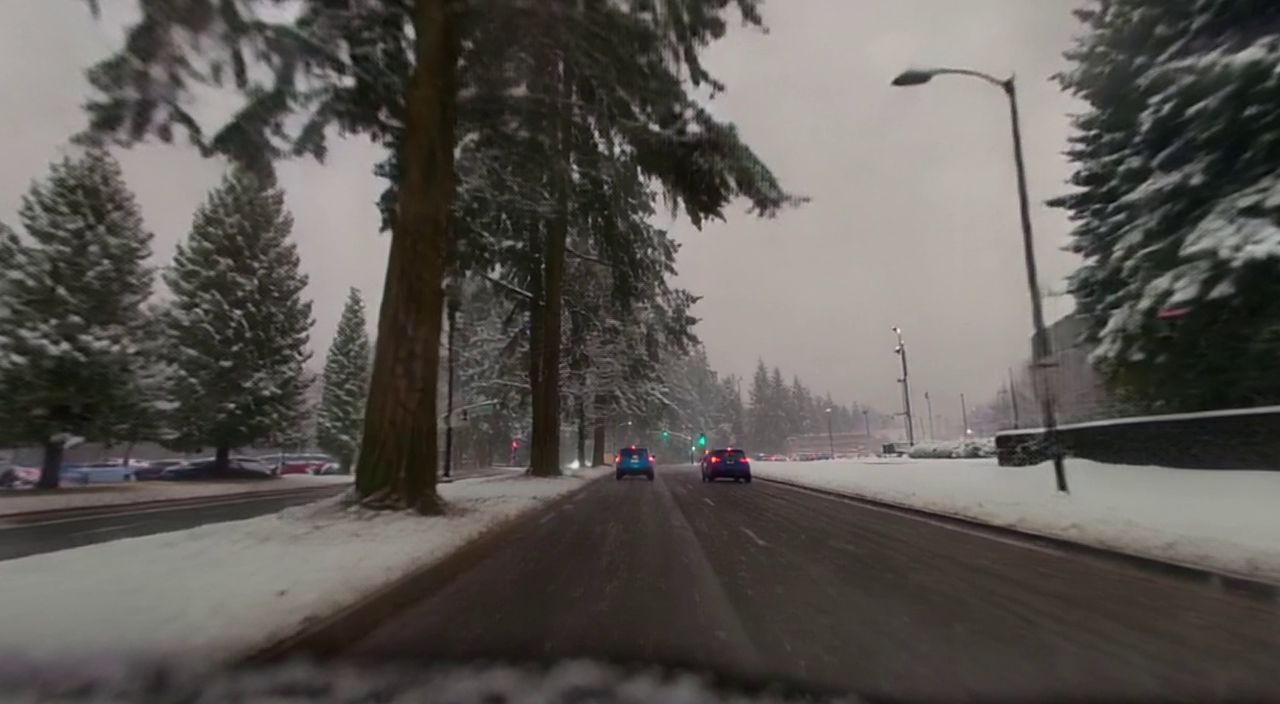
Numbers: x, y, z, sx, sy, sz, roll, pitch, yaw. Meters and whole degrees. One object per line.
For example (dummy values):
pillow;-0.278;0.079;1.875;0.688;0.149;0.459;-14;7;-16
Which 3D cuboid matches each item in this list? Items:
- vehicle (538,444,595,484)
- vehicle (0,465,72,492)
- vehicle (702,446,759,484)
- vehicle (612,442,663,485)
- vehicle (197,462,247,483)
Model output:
vehicle;-3.380;5.252;29.968;2.047;1.710;4.314;0;-8;2
vehicle;-39.649;8.168;40.952;1.750;1.462;4.400;1;-8;-6
vehicle;3.934;4.973;28.101;1.847;1.554;4.052;0;-8;-1
vehicle;-0.050;4.768;27.247;2.022;1.700;4.084;0;-8;2
vehicle;-32.257;9.292;48.783;1.742;1.411;4.415;2;-9;-13
